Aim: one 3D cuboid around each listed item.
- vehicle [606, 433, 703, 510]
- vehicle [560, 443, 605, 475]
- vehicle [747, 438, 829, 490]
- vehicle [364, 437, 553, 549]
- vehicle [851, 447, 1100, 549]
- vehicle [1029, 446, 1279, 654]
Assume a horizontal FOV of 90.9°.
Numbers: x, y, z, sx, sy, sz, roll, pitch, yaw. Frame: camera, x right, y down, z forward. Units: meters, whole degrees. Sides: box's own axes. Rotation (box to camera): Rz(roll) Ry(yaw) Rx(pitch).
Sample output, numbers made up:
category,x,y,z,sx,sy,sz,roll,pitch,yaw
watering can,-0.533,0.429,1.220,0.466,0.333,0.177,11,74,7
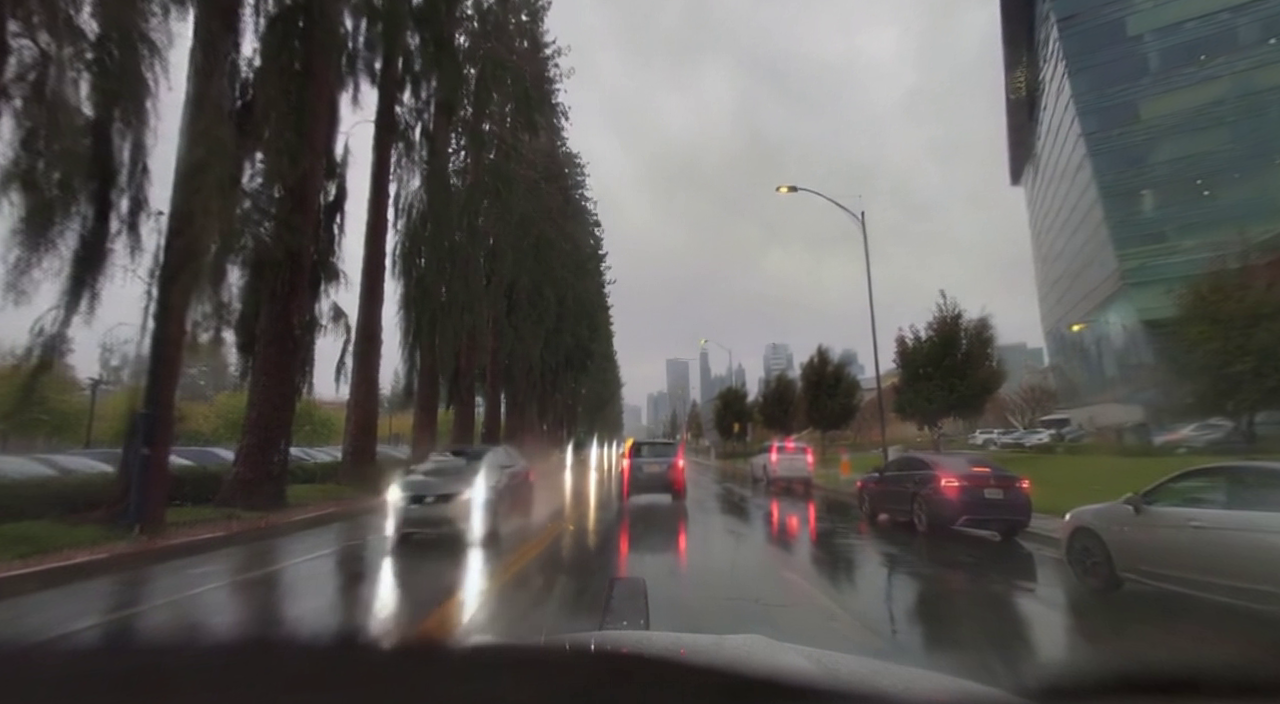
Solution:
category,x,y,z,sx,sy,sz,roll,pitch,yaw
vehicle,0.346,2.892,15.697,2.105,1.653,3.887,0,-8,1
vehicle,-3.281,6.235,37.023,2.167,1.717,4.448,0,-9,1
vehicle,5.668,4.336,24.812,2.059,1.813,4.637,0,-8,-1
vehicle,-2.795,2.259,10.810,1.979,1.534,4.076,0,-8,1
vehicle,5.683,2.481,11.596,1.852,1.452,4.852,0,-8,-1
vehicle,5.521,1.509,5.078,1.809,1.478,4.623,0,-8,0
